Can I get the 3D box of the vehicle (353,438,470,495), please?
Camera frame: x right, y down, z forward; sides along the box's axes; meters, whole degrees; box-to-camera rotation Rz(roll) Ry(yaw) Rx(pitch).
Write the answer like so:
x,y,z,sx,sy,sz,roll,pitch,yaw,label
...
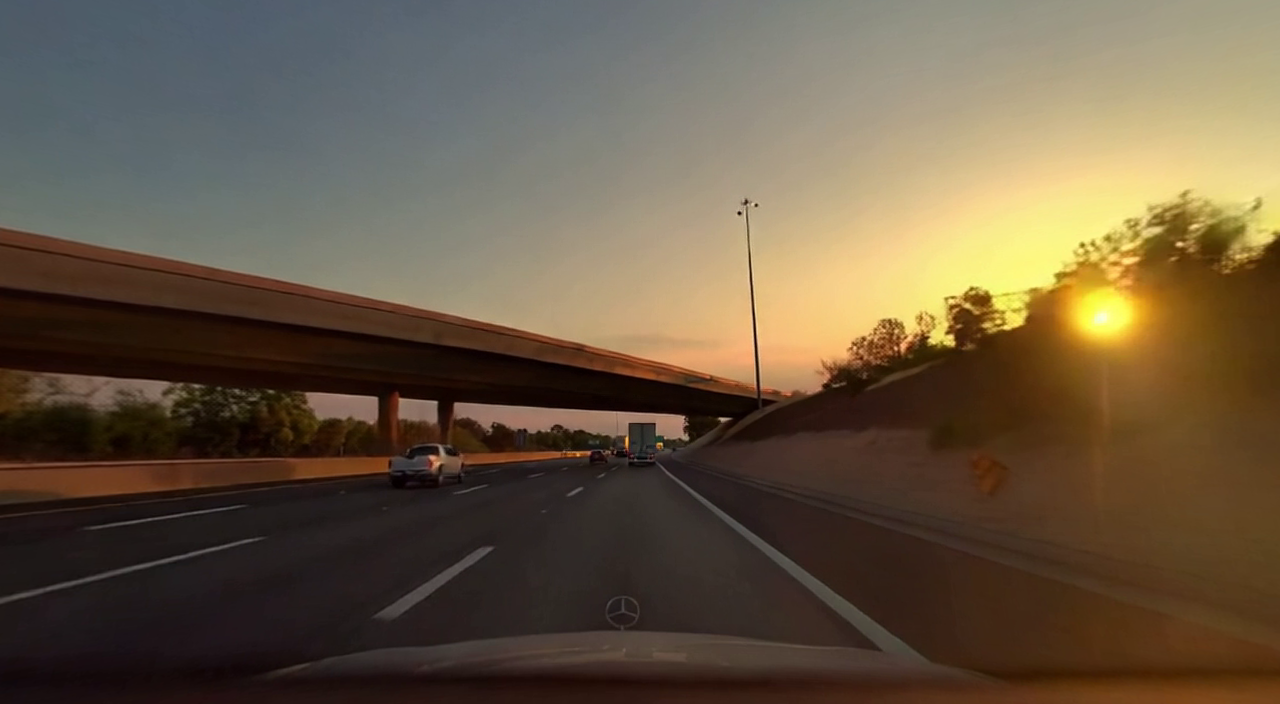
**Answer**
x,y,z,sx,sy,sz,roll,pitch,yaw,label
-7.420,3.770,21.124,2.067,1.676,4.789,0,-9,1,vehicle
